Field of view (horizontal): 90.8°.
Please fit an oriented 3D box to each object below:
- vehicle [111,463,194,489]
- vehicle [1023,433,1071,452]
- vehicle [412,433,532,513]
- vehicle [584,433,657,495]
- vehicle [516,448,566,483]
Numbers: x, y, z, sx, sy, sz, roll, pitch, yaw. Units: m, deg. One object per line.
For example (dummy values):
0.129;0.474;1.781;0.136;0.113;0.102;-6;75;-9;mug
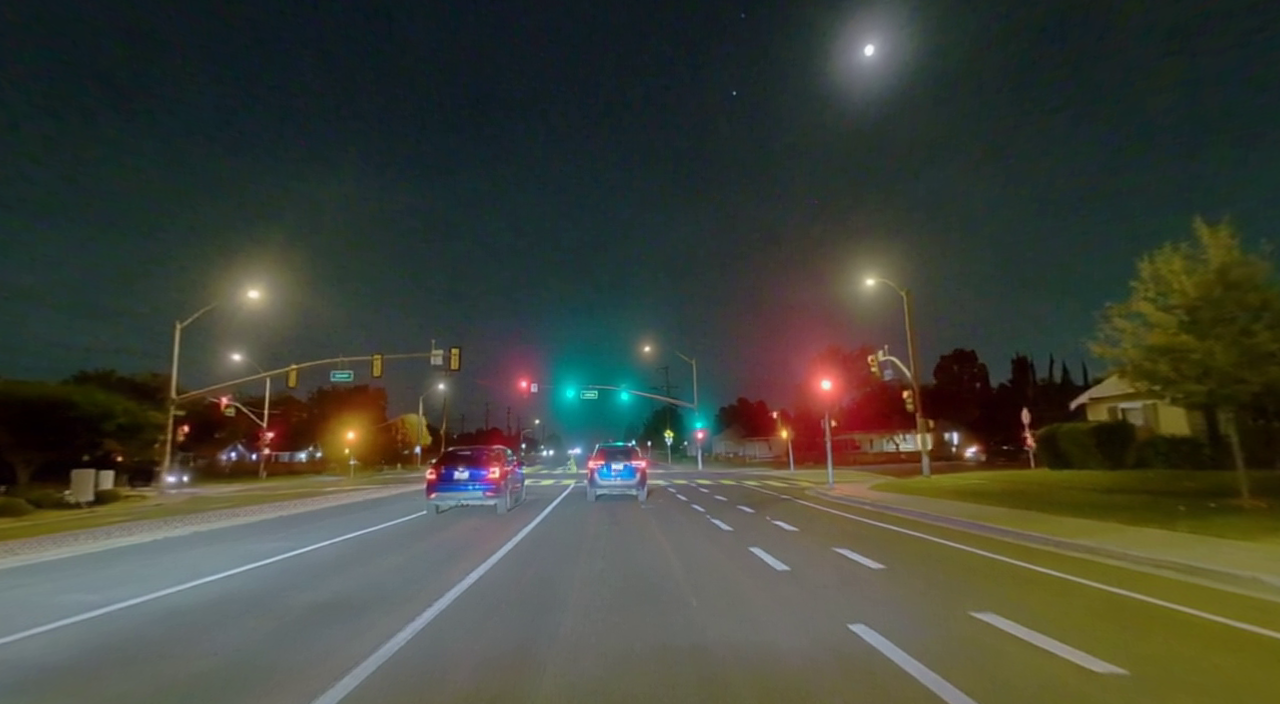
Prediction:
-35.413;8.957;45.916;4.533;1.738;2.151;-2;-9;10;vehicle
31.186;6.965;48.526;1.754;1.414;3.590;-1;-9;10;vehicle
-3.933;2.890;15.546;1.899;1.685;4.121;0;-9;-1;vehicle
-0.654;3.670;21.060;2.155;1.836;4.250;0;-9;-2;vehicle
-4.471;5.166;29.080;1.863;1.449;4.153;1;-9;-3;vehicle
